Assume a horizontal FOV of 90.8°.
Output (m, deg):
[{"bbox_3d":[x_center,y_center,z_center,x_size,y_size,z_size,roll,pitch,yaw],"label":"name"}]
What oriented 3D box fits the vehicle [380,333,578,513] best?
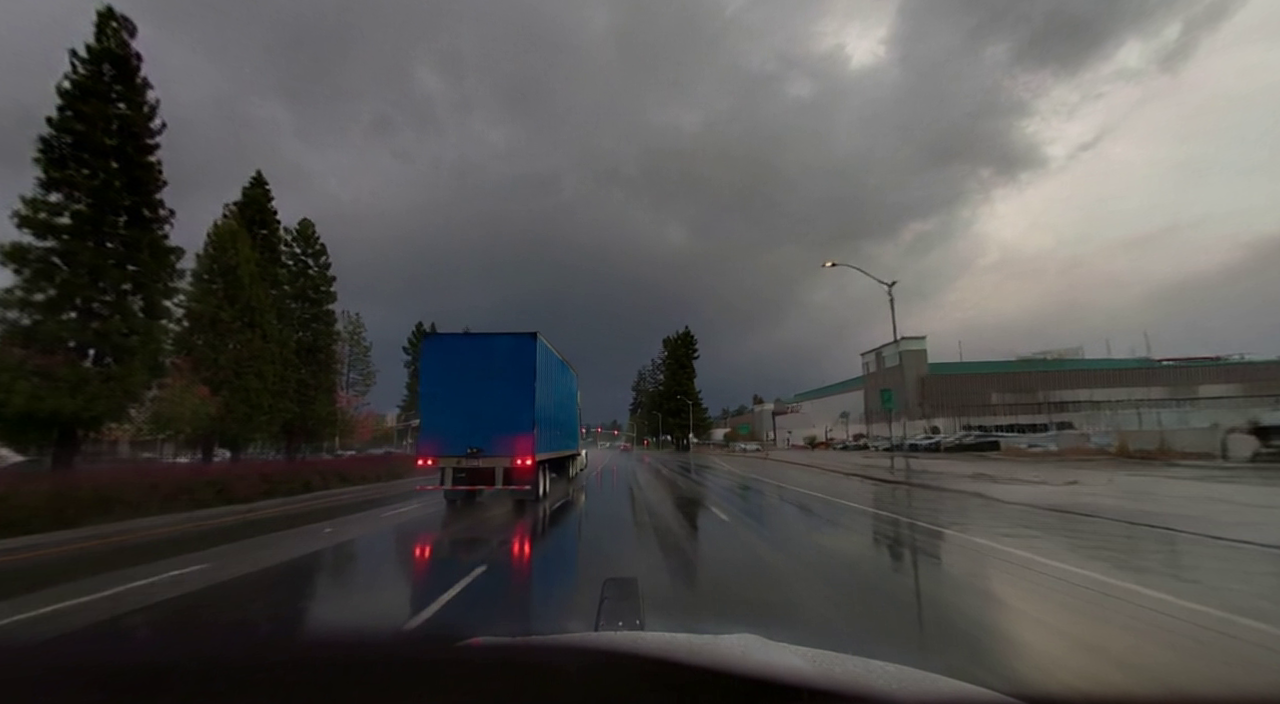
[{"bbox_3d":[-3.440,1.924,16.222,2.910,3.419,8.376,0,-8,0],"label":"vehicle"}]
